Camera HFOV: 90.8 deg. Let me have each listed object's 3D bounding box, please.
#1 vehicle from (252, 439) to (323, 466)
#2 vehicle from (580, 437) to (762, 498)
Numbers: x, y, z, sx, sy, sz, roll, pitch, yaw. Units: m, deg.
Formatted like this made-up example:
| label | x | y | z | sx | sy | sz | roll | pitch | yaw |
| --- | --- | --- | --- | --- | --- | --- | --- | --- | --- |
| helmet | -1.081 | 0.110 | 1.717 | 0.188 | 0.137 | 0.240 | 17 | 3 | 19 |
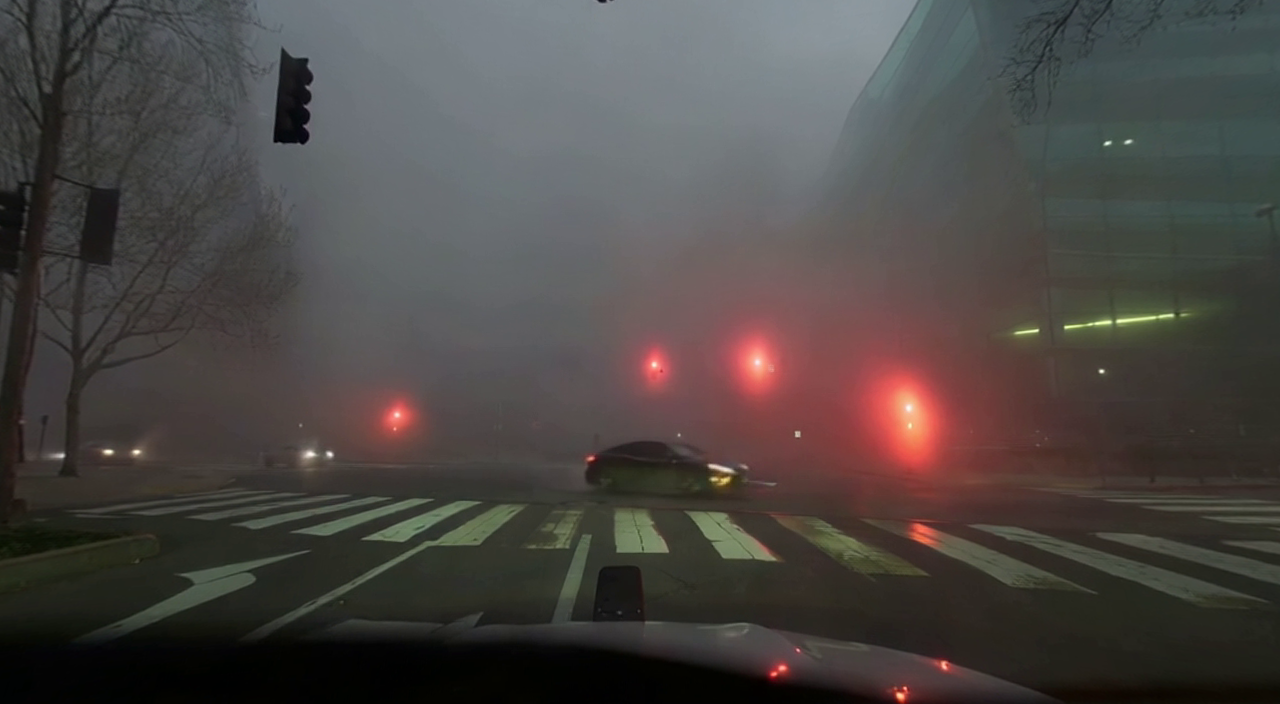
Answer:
| label | x | y | z | sx | sy | sz | roll | pitch | yaw |
| --- | --- | --- | --- | --- | --- | --- | --- | --- | --- |
| vehicle | -20.986 | 5.961 | 37.532 | 4.110 | 1.511 | 1.883 | -6 | -10 | 33 |
| vehicle | 0.751 | 3.142 | 17.591 | 4.798 | 1.461 | 1.939 | -7 | -11 | 37 |
